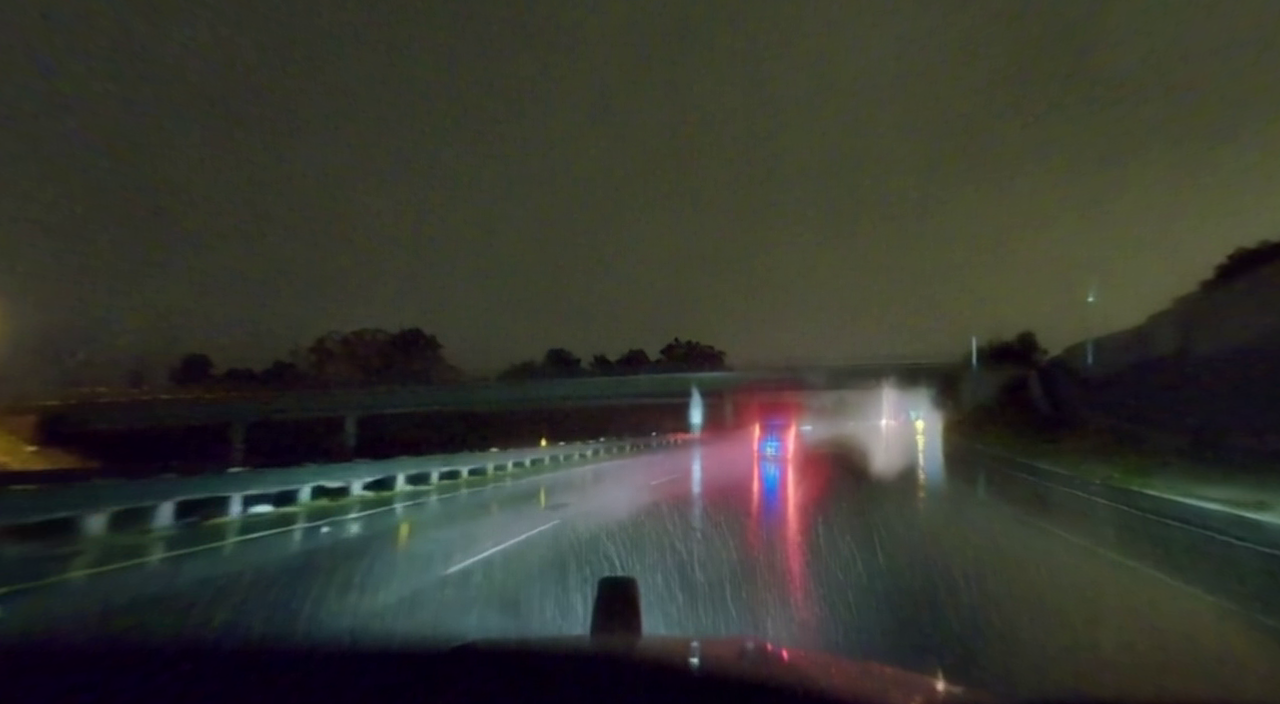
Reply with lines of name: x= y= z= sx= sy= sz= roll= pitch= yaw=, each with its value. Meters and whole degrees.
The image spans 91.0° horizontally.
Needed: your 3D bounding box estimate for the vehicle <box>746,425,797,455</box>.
vehicle: x=6.819 y=4.497 z=32.304 sx=2.028 sy=1.440 sz=3.970 roll=-2 pitch=-8 yaw=19
